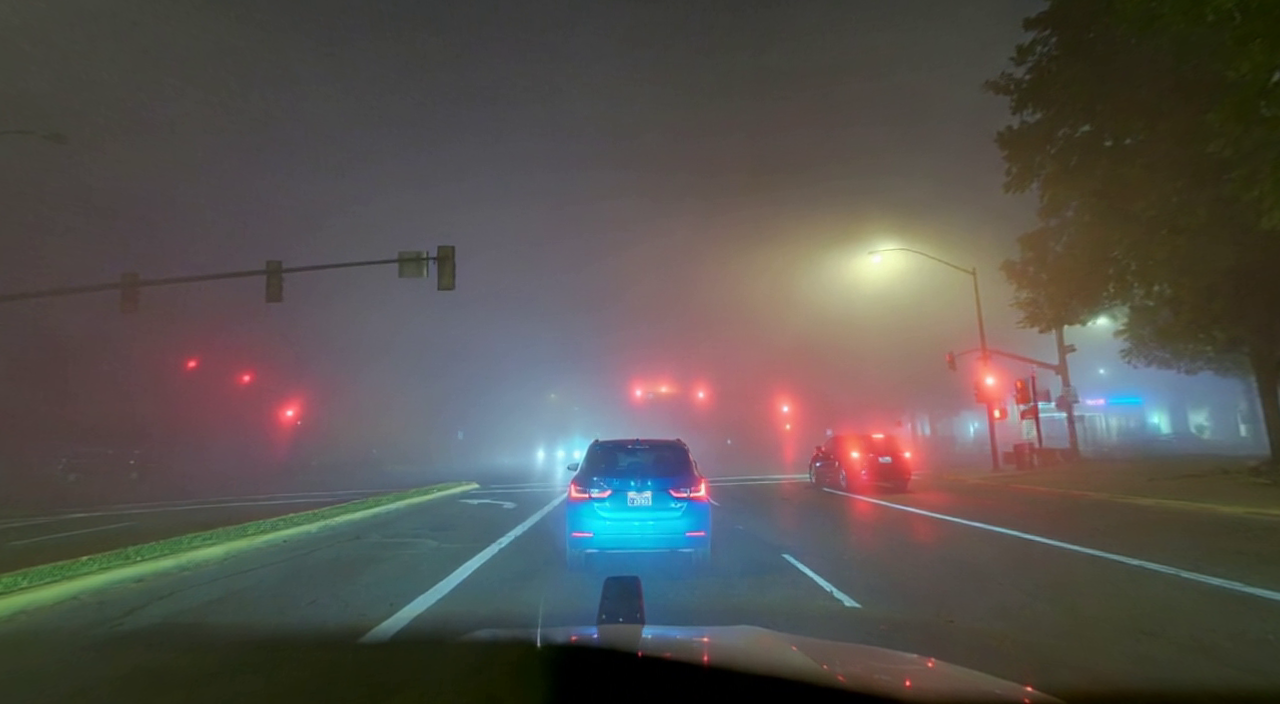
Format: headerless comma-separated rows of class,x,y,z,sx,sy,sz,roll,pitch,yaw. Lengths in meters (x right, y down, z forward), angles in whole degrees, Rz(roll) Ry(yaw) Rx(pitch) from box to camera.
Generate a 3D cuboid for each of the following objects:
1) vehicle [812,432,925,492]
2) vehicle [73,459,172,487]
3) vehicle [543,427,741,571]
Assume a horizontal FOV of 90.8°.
vehicle,7.049,3.436,20.067,2.039,1.692,4.319,0,-8,1
vehicle,-32.397,7.550,39.625,4.401,1.625,1.863,0,-8,-4
vehicle,-0.033,1.860,8.796,2.070,1.488,4.206,0,-8,-2
